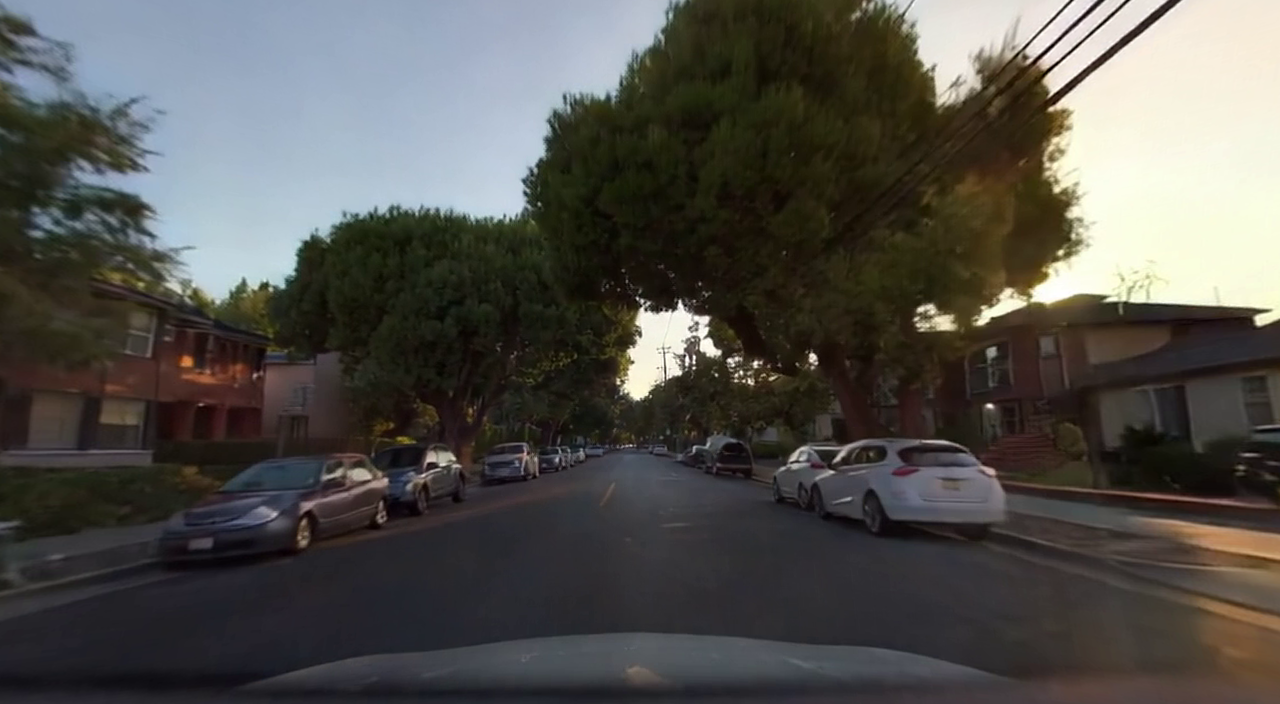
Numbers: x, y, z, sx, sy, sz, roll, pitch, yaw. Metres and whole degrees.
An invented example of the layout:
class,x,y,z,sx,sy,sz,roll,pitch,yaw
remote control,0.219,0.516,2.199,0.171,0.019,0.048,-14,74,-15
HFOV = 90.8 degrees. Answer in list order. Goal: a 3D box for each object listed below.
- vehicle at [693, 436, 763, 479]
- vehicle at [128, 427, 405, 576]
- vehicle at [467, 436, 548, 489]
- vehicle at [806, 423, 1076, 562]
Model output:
class,x,y,z,sx,sy,sz,roll,pitch,yaw
vehicle,4.054,4.977,30.181,2.279,1.848,5.577,1,-9,-3
vehicle,-5.427,2.145,9.968,1.873,1.709,4.206,-4,-8,-1
vehicle,-5.502,4.611,27.006,2.285,1.895,5.883,-2,-8,-1
vehicle,4.177,2.007,9.867,1.979,1.620,4.684,0,-8,1
